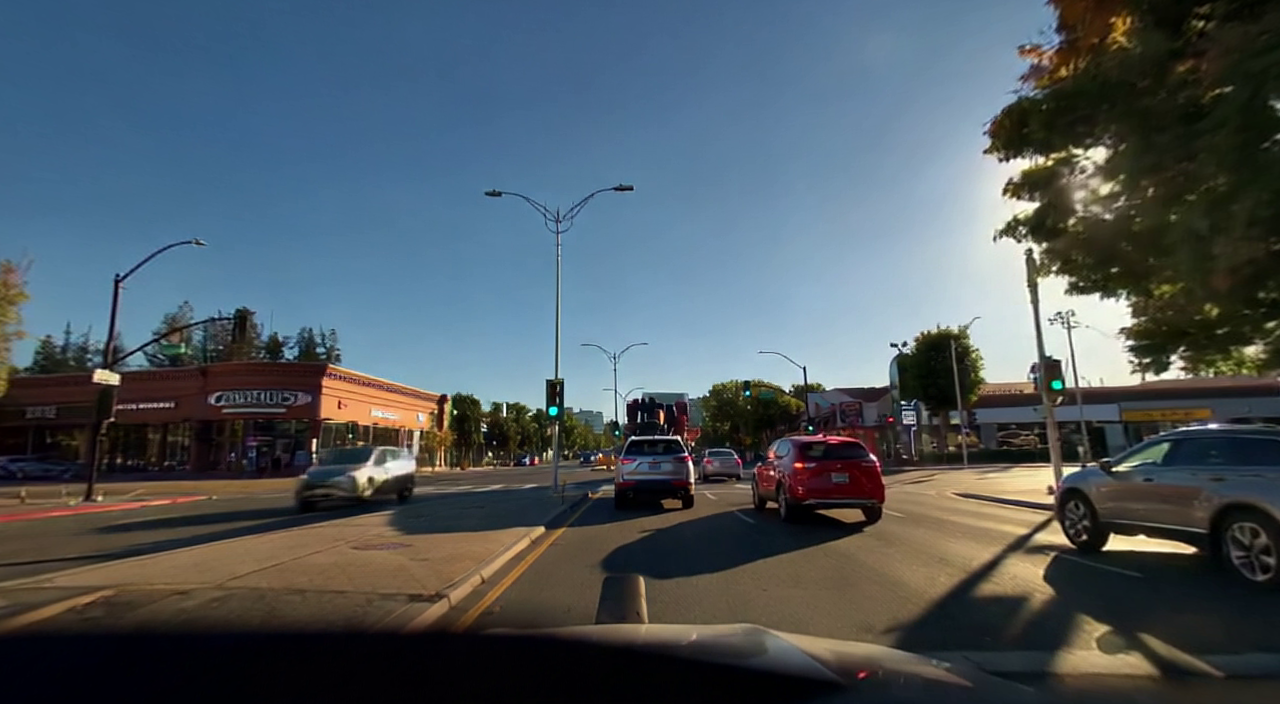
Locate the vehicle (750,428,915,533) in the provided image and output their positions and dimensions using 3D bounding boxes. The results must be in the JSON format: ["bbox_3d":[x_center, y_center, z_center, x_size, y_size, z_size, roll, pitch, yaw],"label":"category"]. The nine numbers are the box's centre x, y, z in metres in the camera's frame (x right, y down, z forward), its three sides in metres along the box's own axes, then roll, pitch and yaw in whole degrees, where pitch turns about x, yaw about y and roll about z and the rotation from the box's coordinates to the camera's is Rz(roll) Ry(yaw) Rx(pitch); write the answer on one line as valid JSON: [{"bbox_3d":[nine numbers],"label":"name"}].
[{"bbox_3d":[3.648,2.509,12.899,2.025,1.754,4.311,0,-9,0],"label":"vehicle"}]

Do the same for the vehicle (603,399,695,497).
[{"bbox_3d":[0.253,2.787,18.423,2.370,2.518,3.858,0,-8,1],"label":"vehicle"}]

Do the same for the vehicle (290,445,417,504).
[{"bbox_3d":[-8.449,3.617,19.051,1.889,1.576,4.044,0,-9,0],"label":"vehicle"}]

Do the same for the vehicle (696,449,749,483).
[{"bbox_3d":[4.018,5.604,31.313,1.967,1.515,4.378,0,-9,-1],"label":"vehicle"}]

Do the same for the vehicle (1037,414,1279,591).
[{"bbox_3d":[7.178,1.669,7.487,1.982,1.698,4.408,0,-9,0],"label":"vehicle"}]
